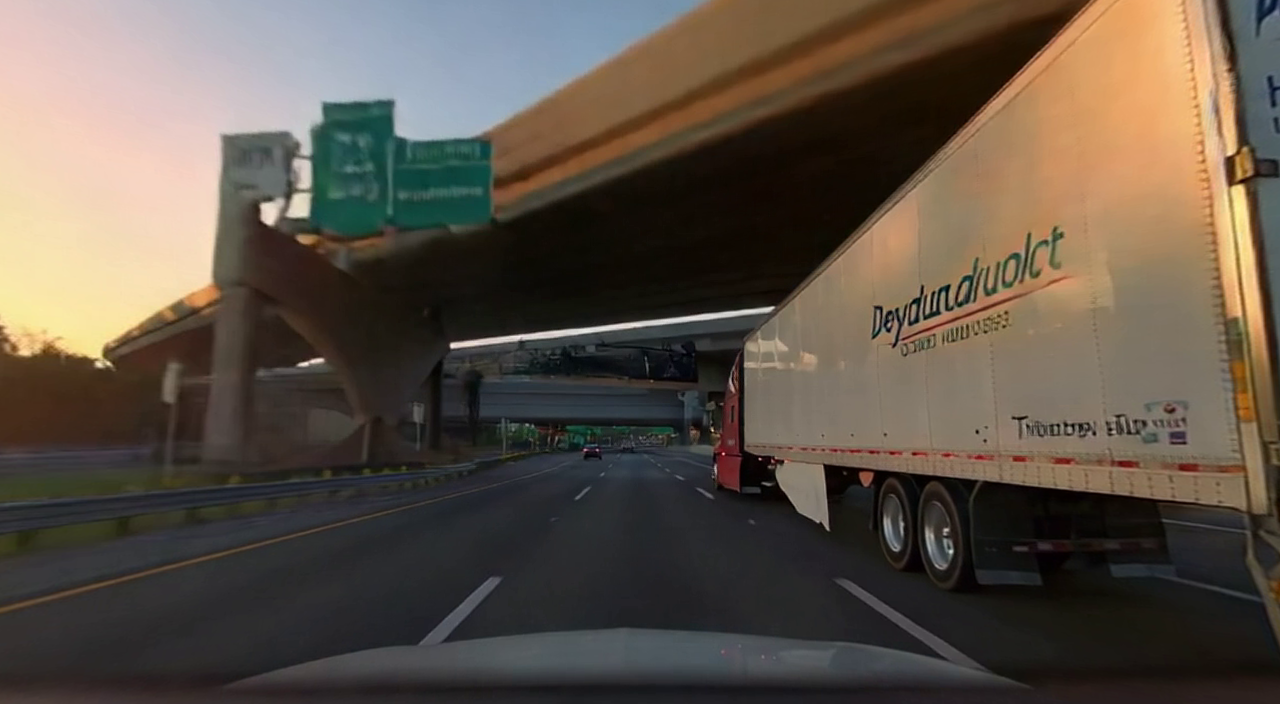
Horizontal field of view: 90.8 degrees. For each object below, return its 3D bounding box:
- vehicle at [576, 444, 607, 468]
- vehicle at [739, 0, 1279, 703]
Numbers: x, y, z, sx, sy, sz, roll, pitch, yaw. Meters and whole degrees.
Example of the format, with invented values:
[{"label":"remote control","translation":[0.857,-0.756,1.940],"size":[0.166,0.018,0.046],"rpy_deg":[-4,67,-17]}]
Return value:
[{"label":"vehicle","translation":[-3.464,7.531,45.870],"size":[2.030,1.657,3.926],"rpy_deg":[0,-8,-1]},{"label":"vehicle","translation":[3.952,0.624,9.213],"size":[2.962,4.132,12.720],"rpy_deg":[0,-8,0]}]
